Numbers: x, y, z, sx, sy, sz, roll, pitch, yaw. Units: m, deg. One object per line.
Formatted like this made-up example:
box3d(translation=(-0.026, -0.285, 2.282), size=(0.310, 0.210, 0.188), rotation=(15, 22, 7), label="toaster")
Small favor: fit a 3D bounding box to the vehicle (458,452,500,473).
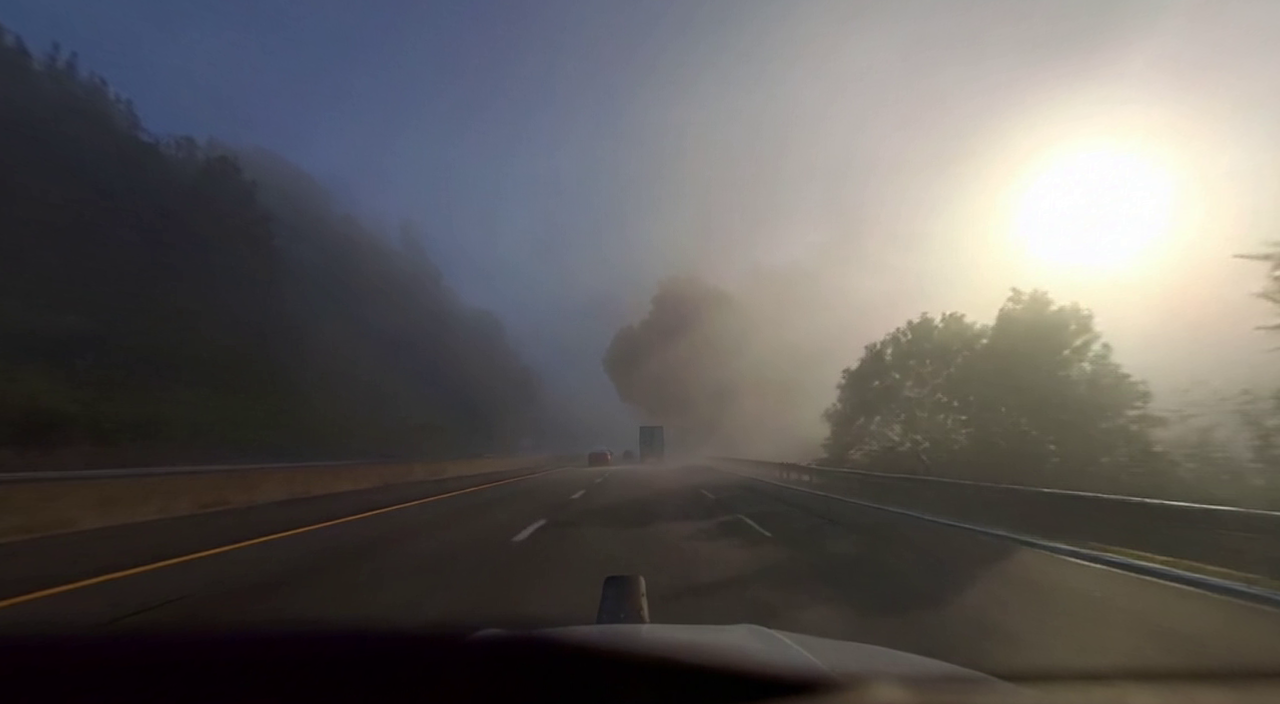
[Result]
box3d(translation=(-11.691, 8.045, 46.020), size=(1.953, 1.454, 3.938), rotation=(0, -9, 1), label="vehicle")
